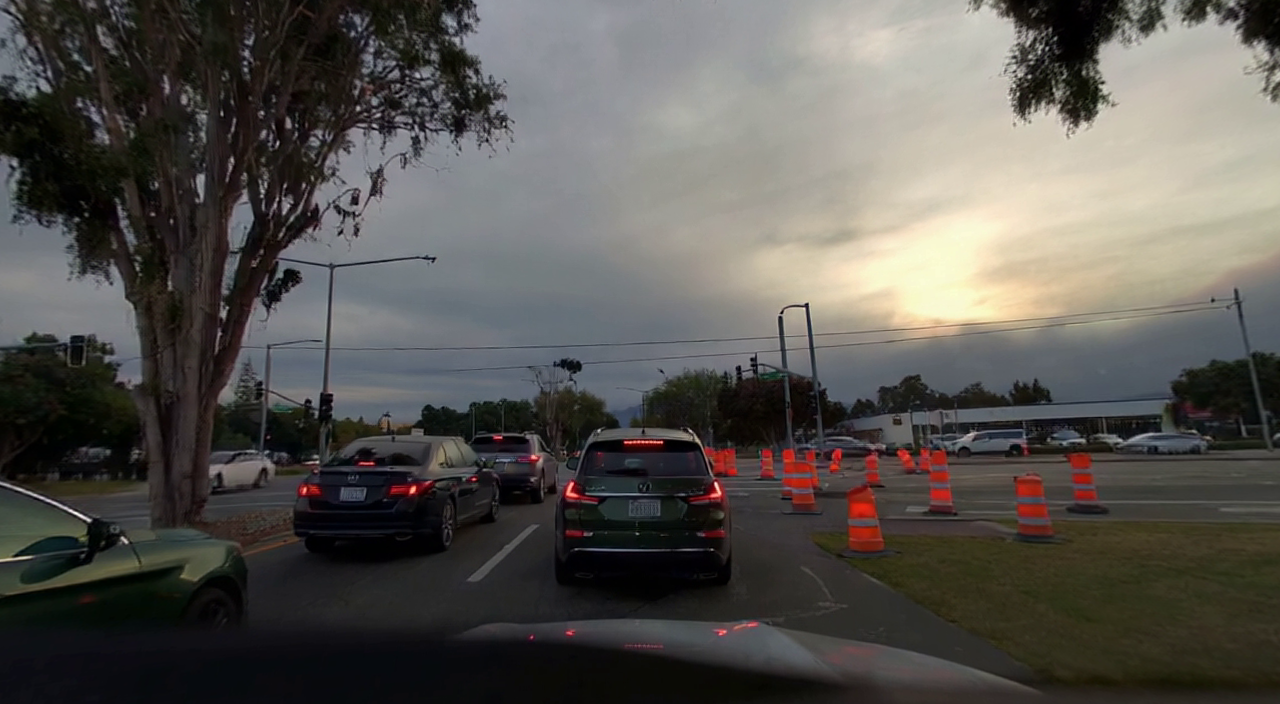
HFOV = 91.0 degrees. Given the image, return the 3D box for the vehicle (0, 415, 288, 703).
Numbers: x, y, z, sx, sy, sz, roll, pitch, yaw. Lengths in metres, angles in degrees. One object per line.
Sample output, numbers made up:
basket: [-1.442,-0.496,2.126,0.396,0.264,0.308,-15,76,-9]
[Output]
vehicle: [-3.592,0.941,2.145,1.964,1.497,4.722,0,-9,1]

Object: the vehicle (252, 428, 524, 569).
vehicle: [-3.274,1.996,9.444,1.989,1.541,4.626,0,-9,2]

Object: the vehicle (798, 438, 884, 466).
vehicle: [13.198,6.611,41.643,5.043,1.759,2.085,-1,-9,8]

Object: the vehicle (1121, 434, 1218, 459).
vehicle: [34.158,6.104,40.680,4.579,1.480,1.819,0,-9,1]

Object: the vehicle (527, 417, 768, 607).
vehicle: [0.109,1.622,7.204,2.021,1.560,3.676,0,-9,1]

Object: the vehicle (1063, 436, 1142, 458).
vehicle: [36.646,7.568,49.958,4.791,1.635,1.857,0,-9,1]
